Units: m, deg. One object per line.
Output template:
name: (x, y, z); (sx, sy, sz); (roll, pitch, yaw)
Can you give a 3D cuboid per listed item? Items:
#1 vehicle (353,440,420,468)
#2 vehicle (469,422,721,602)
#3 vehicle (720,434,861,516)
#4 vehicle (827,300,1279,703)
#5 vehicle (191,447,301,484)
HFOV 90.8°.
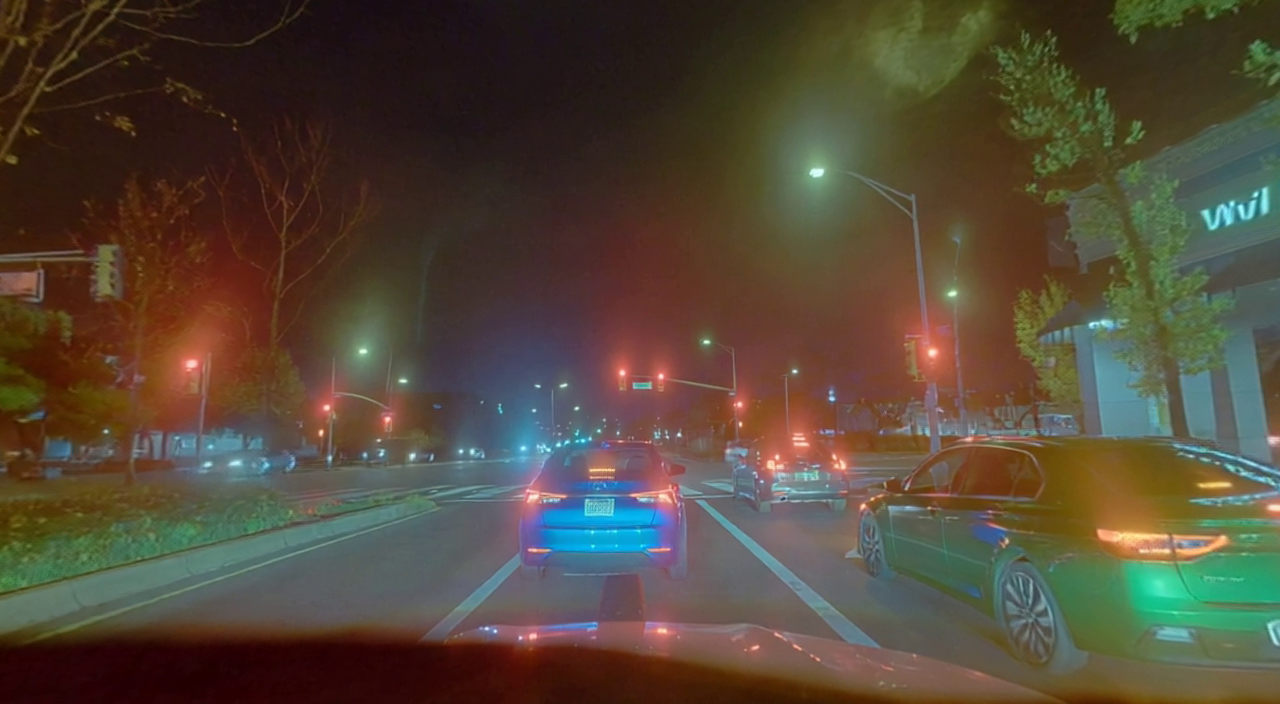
vehicle: (-17.971, 7.255, 45.166); (2.308, 1.903, 5.813); (0, -8, 0)
vehicle: (-0.407, 1.653, 7.396); (2.143, 1.520, 3.848); (0, -8, -1)
vehicle: (3.161, 2.674, 14.329); (2.026, 1.549, 4.559); (0, -8, -1)
vehicle: (3.575, 1.111, 5.061); (2.572, 1.945, 5.065); (0, -8, 0)
vehicle: (-18.200, 5.239, 29.526); (2.130, 1.550, 4.618); (0, -8, 1)
